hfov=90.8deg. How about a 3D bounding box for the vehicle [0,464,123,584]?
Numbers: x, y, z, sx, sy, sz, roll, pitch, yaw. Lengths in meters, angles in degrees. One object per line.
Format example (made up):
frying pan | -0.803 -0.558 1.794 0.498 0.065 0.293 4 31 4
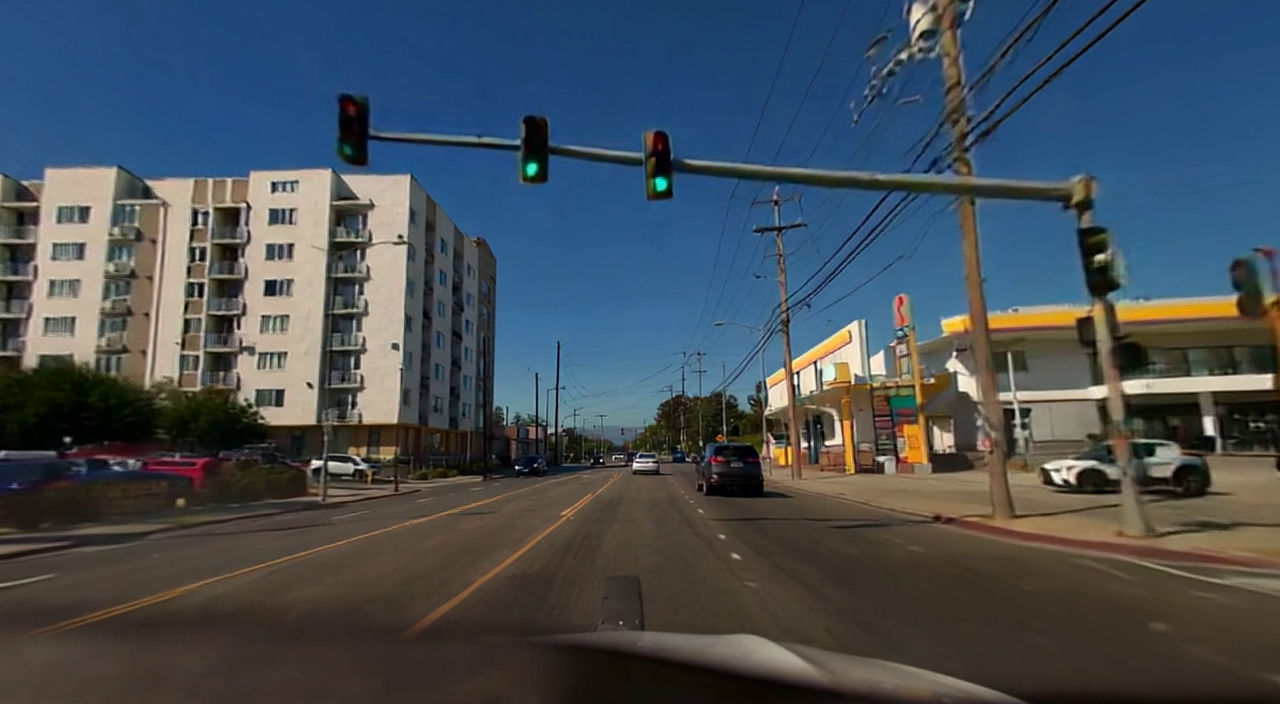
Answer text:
vehicle | -9.086 2.162 7.618 1.859 1.451 4.447 0 -8 1

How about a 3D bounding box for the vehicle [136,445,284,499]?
vehicle | -17.516 4.880 25.922 4.591 1.852 2.241 -3 -7 5

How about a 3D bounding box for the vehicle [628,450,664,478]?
vehicle | 0.377 6.622 37.576 1.999 1.487 3.939 0 -8 1

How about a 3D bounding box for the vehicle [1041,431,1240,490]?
vehicle | 14.174 3.103 18.364 1.846 1.480 4.649 0 -8 -2

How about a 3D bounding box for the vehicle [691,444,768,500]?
vehicle | 2.876 3.961 21.322 1.945 1.647 4.160 0 -8 -1
